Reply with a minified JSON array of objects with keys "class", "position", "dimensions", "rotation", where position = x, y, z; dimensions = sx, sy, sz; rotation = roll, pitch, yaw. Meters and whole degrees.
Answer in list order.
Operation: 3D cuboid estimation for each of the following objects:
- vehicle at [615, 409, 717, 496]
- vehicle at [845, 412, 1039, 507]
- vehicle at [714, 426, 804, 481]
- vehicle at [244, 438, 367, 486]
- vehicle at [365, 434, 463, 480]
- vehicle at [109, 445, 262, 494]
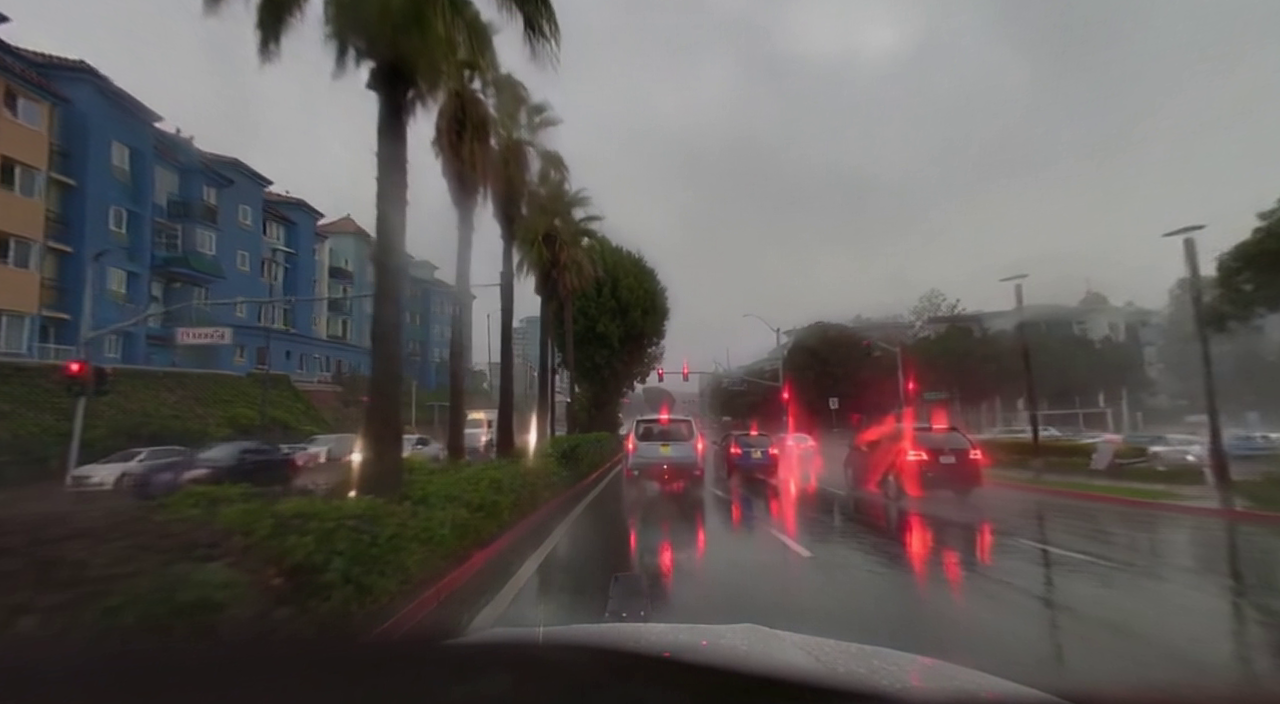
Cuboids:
[{"class":"vehicle","position":[0.677,2.850,18.220],"dimensions":[2.487,2.115,5.444],"rotation":[0,-8,1]},{"class":"vehicle","position":[7.200,2.632,15.927],"dimensions":[2.215,1.973,5.323],"rotation":[0,-8,0]},{"class":"vehicle","position":[4.057,3.575,22.462],"dimensions":[2.283,1.738,4.916],"rotation":[0,-8,0]},{"class":"vehicle","position":[-11.489,3.779,22.019],"dimensions":[2.011,1.520,3.902],"rotation":[0,-8,2]},{"class":"vehicle","position":[-8.194,3.843,23.314],"dimensions":[1.937,1.530,4.107],"rotation":[0,-8,2]},{"class":"vehicle","position":[-15.192,3.906,21.450],"dimensions":[1.858,1.465,4.368],"rotation":[0,-8,1]}]
